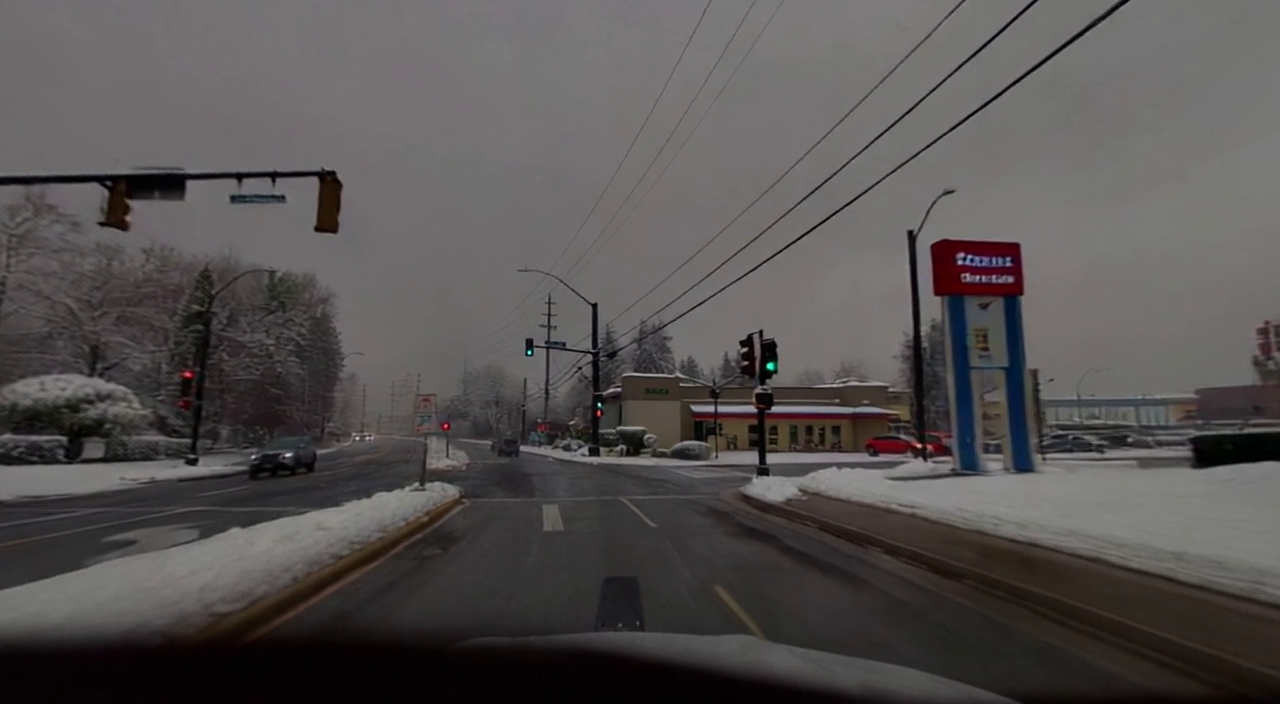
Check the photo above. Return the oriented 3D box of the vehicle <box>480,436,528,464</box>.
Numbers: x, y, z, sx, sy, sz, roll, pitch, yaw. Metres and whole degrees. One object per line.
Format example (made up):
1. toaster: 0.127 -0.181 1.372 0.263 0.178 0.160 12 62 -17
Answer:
1. vehicle: -7.915 5.642 36.603 2.094 1.500 3.682 3 -8 -21

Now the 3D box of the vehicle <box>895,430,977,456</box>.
1. vehicle: 19.950 6.132 42.711 4.544 1.630 2.055 -1 -8 8

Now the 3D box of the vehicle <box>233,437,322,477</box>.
1. vehicle: -15.129 4.349 26.691 2.207 1.503 4.561 2 -8 -17
